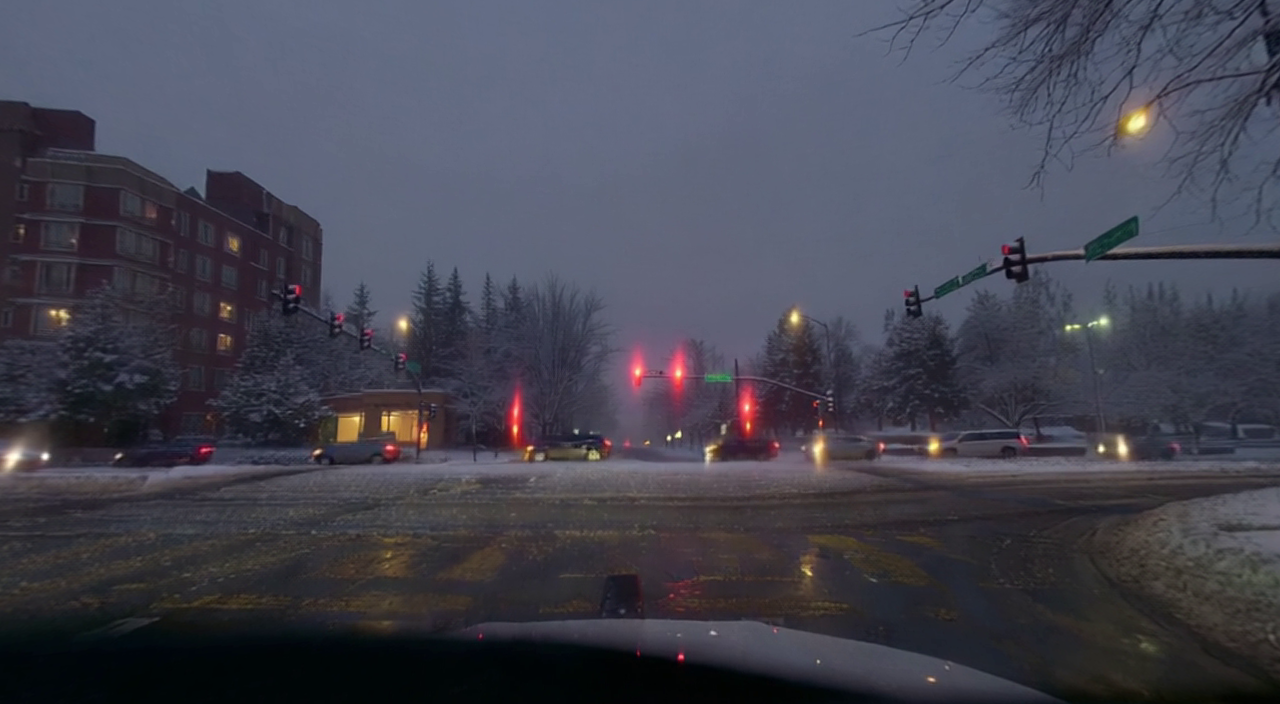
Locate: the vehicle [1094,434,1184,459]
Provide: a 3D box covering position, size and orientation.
[{"bbox_3d":[31.778,6.048,40.270,4.100,1.509,1.853,0,-9,0],"label":"vehicle"}]

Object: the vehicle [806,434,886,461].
[{"bbox_3d":[13.227,6.168,40.823,4.488,1.667,1.869,0,-9,1],"label":"vehicle"}]

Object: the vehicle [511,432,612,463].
[{"bbox_3d":[-4.901,6.085,40.230,6.133,1.833,2.155,-1,-9,2],"label":"vehicle"}]

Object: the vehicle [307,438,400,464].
[{"bbox_3d":[-16.670,5.783,36.889,4.519,1.476,1.767,0,-9,0],"label":"vehicle"}]

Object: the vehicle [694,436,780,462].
[{"bbox_3d":[5.648,5.719,37.198,4.724,1.452,1.870,0,-9,1],"label":"vehicle"}]

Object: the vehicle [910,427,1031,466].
[{"bbox_3d":[15.869,4.554,30.535,4.662,1.764,2.064,0,-9,-3],"label":"vehicle"}]

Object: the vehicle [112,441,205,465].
[{"bbox_3d":[-30.753,6.454,40.411,4.443,1.472,1.794,0,-9,-1],"label":"vehicle"}]
